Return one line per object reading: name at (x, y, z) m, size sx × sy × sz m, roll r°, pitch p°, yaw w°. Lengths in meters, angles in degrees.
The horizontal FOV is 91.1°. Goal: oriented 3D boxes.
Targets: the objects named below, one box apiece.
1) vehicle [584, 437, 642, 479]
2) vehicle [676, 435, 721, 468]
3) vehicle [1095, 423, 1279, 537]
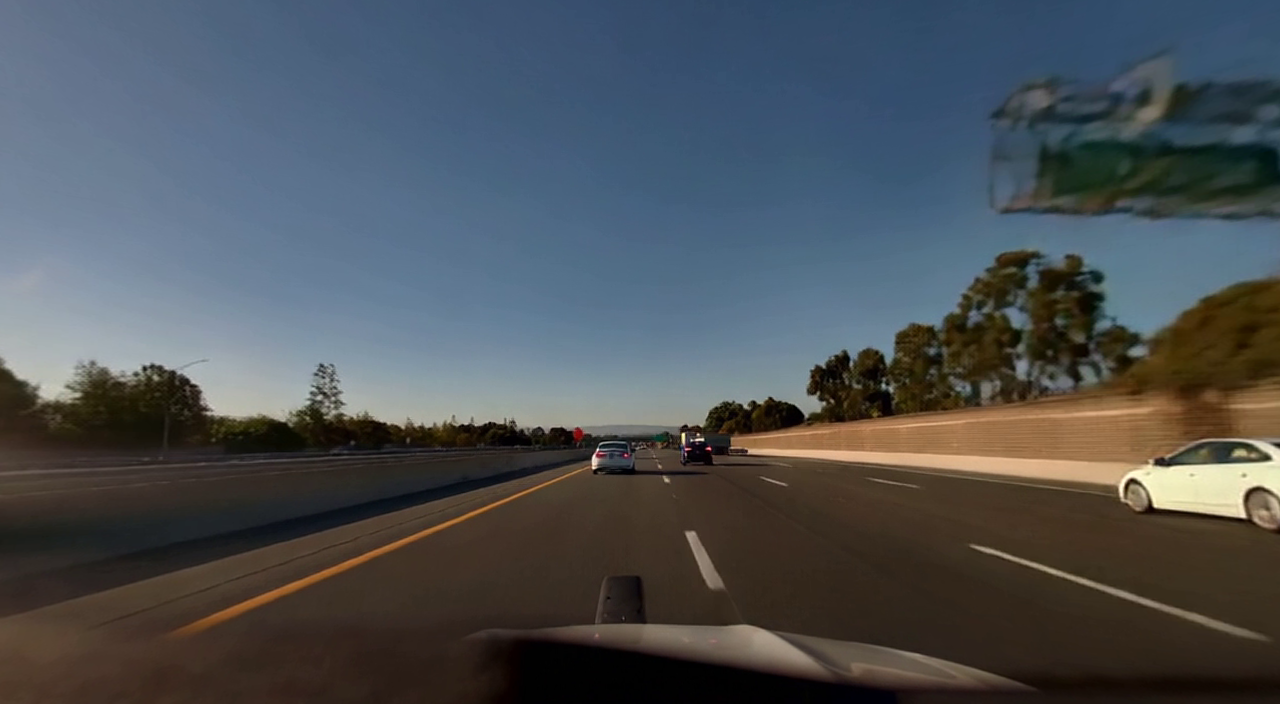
vehicle at (-0.979, 4.234, 25.356) m, size 2.050 × 1.546 × 4.344 m, roll 0°, pitch -8°, yaw 1°
vehicle at (3.130, 5.464, 34.561) m, size 2.063 × 1.698 × 4.355 m, roll 0°, pitch -8°, yaw 0°
vehicle at (9.461, 1.820, 9.189) m, size 1.870 × 1.493 × 5.015 m, roll 0°, pitch -8°, yaw 1°
